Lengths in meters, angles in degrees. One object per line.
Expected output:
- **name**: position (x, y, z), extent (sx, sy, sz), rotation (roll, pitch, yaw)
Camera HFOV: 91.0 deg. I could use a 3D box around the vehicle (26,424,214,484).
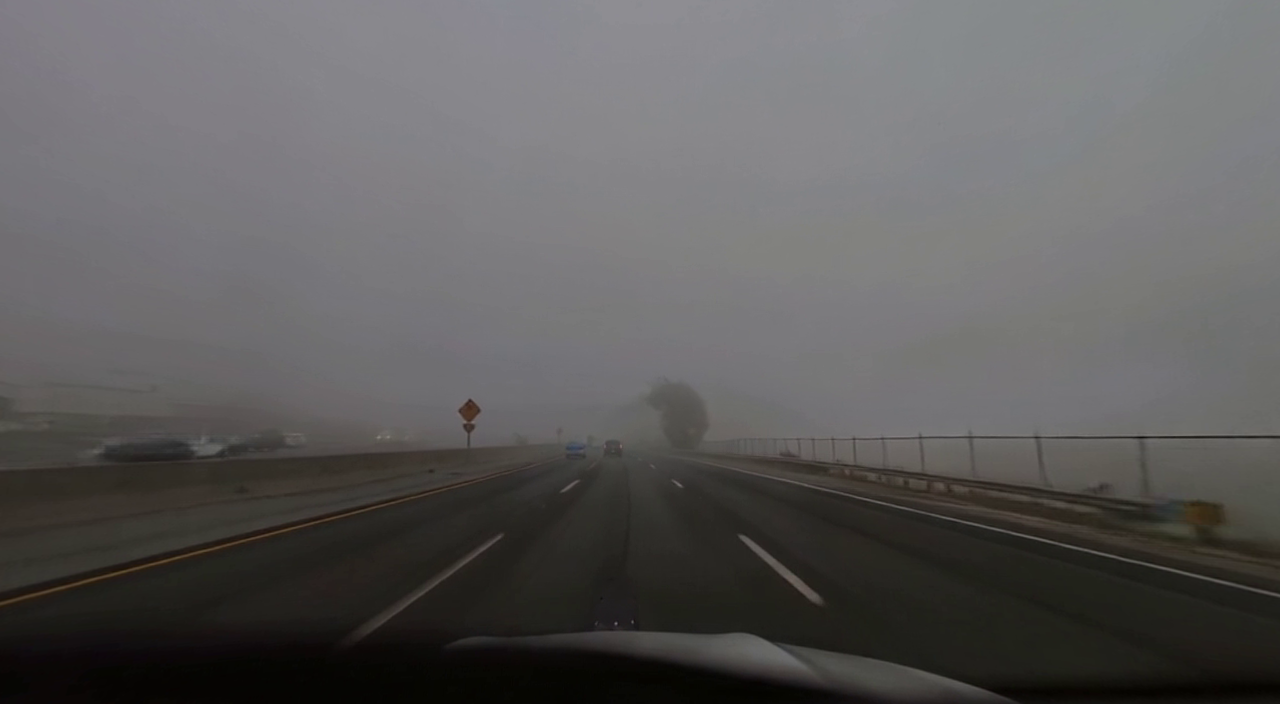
- **vehicle**: position (-15.090, 2.974, 18.664), extent (1.882, 1.538, 4.369), rotation (0, -8, -1)
